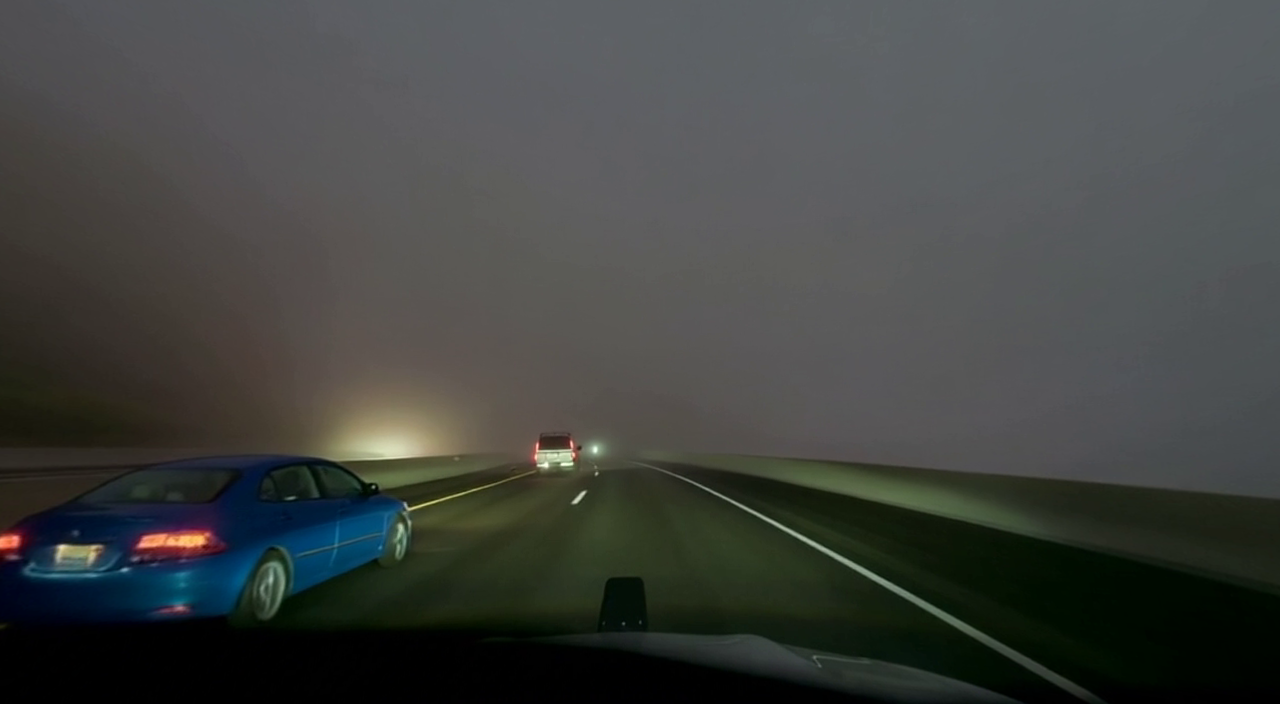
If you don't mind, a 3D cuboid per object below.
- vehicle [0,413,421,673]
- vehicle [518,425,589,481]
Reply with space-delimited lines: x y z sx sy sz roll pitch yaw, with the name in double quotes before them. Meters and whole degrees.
"vehicle" -4.022 1.474 6.073 2.097 1.511 4.585 -1 -9 1
"vehicle" -3.692 4.457 28.072 2.444 2.204 5.568 0 -9 -1
